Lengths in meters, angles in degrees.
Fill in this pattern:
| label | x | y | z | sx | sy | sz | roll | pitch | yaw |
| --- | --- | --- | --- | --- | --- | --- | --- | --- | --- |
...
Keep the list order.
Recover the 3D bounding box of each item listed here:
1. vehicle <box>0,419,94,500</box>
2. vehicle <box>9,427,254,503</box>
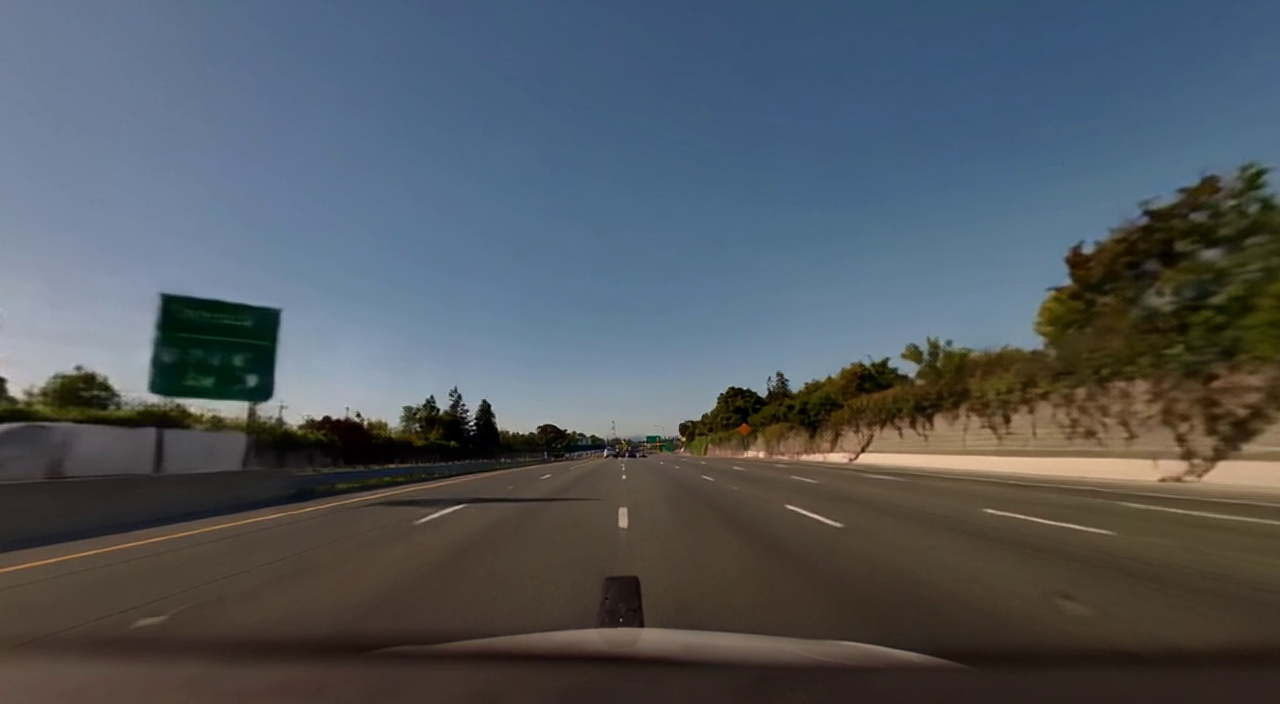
| label | x | y | z | sx | sy | sz | roll | pitch | yaw |
| --- | --- | --- | --- | --- | --- | --- | --- | --- | --- |
| vehicle | -31.308 | 5.271 | 31.125 | 2.910 | 3.762 | 6.413 | -1 | -8 | -1 |
| vehicle | -31.550 | 7.114 | 41.182 | 2.846 | 3.937 | 16.382 | 0 | -8 | -1 |
